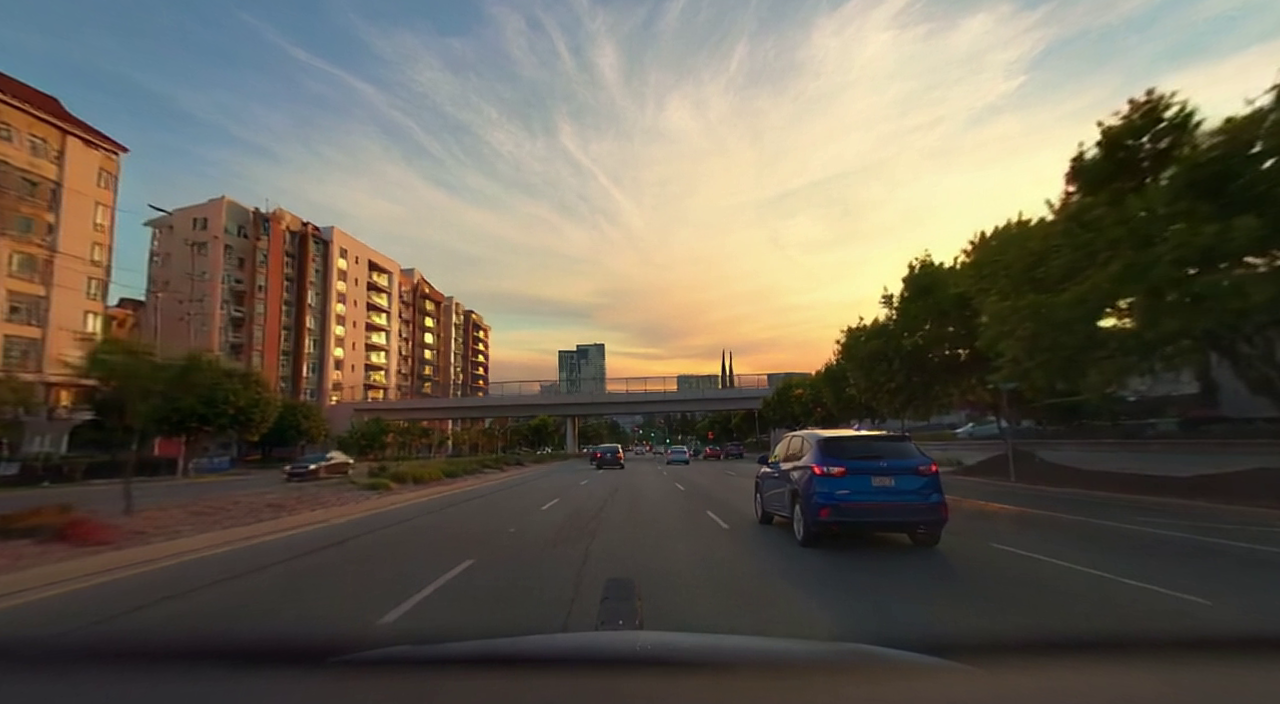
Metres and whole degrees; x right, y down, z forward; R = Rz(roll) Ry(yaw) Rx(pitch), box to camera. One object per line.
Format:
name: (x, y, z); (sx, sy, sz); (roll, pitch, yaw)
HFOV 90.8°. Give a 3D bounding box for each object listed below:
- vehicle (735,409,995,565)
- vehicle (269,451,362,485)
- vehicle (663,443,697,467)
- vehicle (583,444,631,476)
vehicle: (2.911, 1.884, 9.561); (2.130, 1.741, 4.665); (0, -9, -1)
vehicle: (-15.508, 5.548, 30.529); (1.935, 1.477, 4.703); (0, -9, 1)
vehicle: (2.997, 7.815, 48.027); (2.165, 1.708, 3.928); (0, -9, -2)
vehicle: (-1.619, 5.568, 32.784); (2.173, 1.498, 4.528); (0, -9, 1)
